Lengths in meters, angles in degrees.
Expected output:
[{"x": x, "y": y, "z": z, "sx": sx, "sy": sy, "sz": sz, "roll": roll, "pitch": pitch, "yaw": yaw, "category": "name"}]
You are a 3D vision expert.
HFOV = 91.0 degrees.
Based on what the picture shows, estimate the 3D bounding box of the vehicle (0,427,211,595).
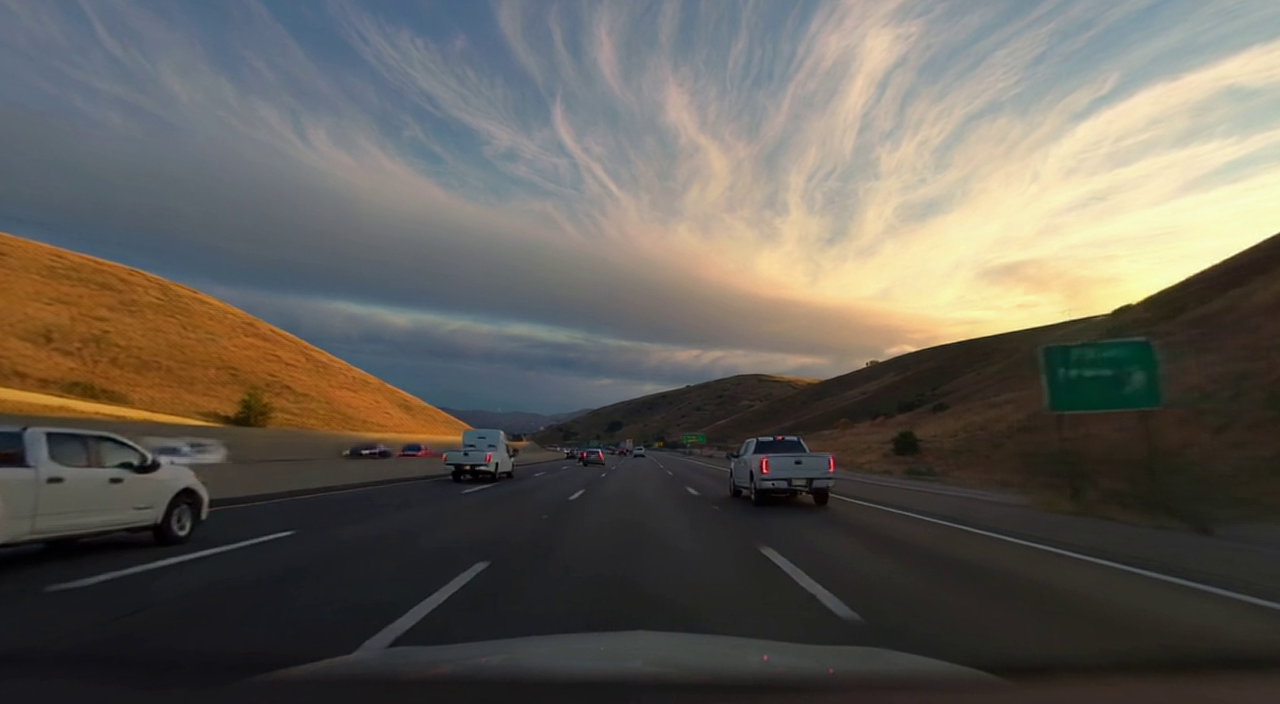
[{"x": -6.941, "y": 1.543, "z": 6.252, "sx": 1.935, "sy": 1.550, "sz": 4.883, "roll": 0, "pitch": -9, "yaw": 0, "category": "vehicle"}]

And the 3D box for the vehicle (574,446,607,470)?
[{"x": -3.414, "y": 7.385, "z": 44.189, "sx": 2.009, "sy": 1.593, "sz": 4.378, "roll": 0, "pitch": -9, "yaw": -1, "category": "vehicle"}]

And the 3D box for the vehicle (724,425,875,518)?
[{"x": 3.422, "y": 2.690, "z": 14.659, "sx": 2.231, "sy": 1.789, "sz": 4.700, "roll": 0, "pitch": -9, "yaw": 0, "category": "vehicle"}]

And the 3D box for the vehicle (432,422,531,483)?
[{"x": -7.207, "y": 4.740, "z": 29.798, "sx": 2.937, "sy": 2.509, "sz": 7.090, "roll": 0, "pitch": -9, "yaw": -1, "category": "vehicle"}]
